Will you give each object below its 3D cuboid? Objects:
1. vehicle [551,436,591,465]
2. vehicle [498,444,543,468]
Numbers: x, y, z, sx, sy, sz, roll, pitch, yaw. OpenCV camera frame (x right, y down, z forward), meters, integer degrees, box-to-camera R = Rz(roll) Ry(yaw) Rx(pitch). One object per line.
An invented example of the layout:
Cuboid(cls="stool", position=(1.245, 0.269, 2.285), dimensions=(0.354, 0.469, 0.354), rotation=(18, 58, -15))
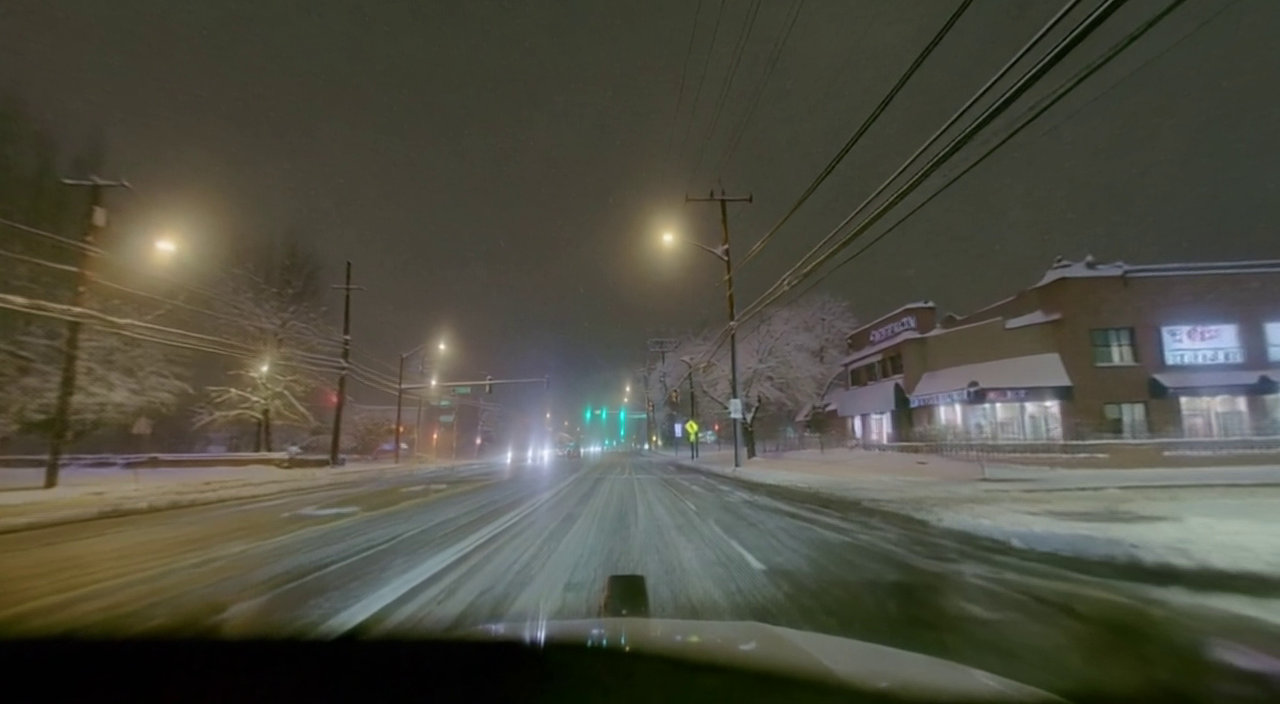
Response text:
Cuboid(cls="vehicle", position=(-4.809, 6.935, 44.704), dimensions=(2.371, 1.926, 5.099), rotation=(0, -8, -2))
Cuboid(cls="vehicle", position=(-7.422, 6.475, 39.496), dimensions=(2.010, 1.455, 4.271), rotation=(0, -8, 0))
